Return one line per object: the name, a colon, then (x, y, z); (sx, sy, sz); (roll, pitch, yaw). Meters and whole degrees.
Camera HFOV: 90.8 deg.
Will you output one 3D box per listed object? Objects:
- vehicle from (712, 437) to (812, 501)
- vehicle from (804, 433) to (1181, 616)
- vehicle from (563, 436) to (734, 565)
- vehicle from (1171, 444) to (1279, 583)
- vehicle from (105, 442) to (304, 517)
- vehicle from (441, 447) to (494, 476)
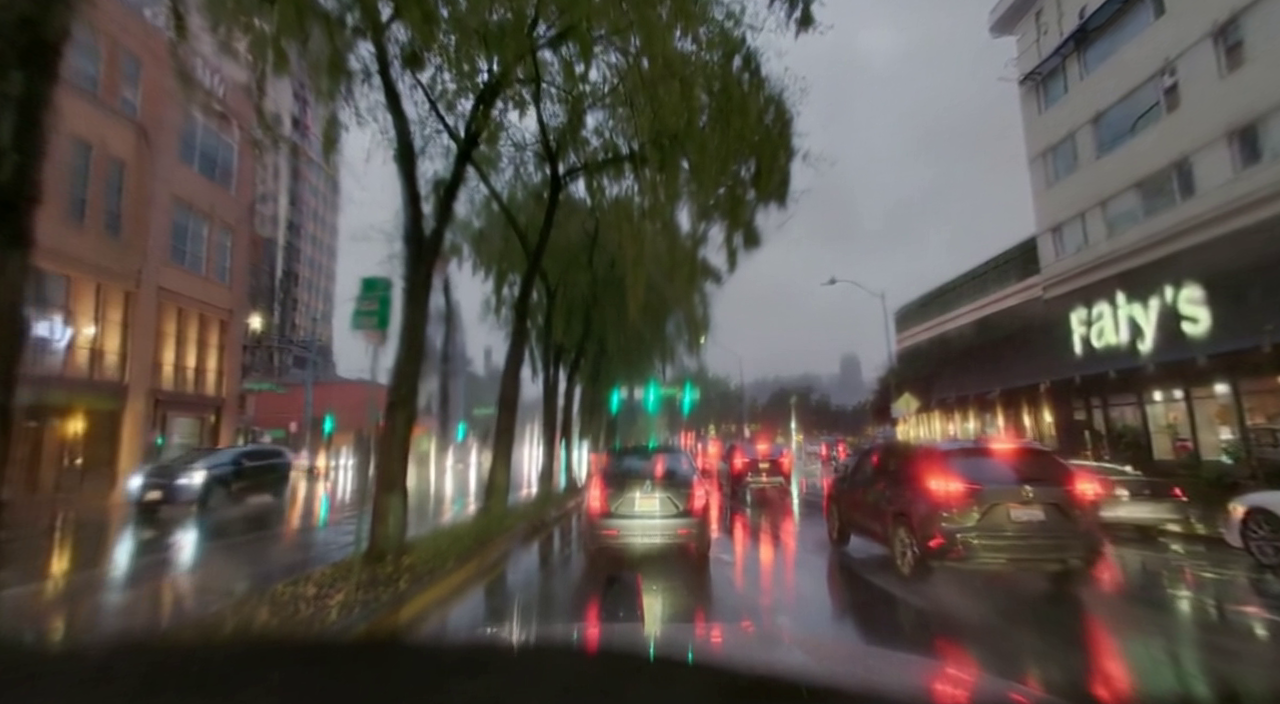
vehicle: (3.508, 3.454, 19.029); (2.025, 1.660, 4.334); (0, -9, -1)
vehicle: (3.445, 1.741, 7.351); (1.988, 1.480, 4.195); (0, -9, 1)
vehicle: (0.078, 2.026, 9.283); (2.006, 1.487, 3.535); (0, -9, -1)
vehicle: (7.930, 1.645, 6.126); (1.825, 1.499, 4.239); (0, -9, 0)
vehicle: (-11.526, 3.359, 17.256); (2.042, 1.749, 4.629); (-1, -9, 1)
vehicle: (-11.350, 7.232, 41.878); (2.034, 1.765, 4.708); (-1, -9, 2)
